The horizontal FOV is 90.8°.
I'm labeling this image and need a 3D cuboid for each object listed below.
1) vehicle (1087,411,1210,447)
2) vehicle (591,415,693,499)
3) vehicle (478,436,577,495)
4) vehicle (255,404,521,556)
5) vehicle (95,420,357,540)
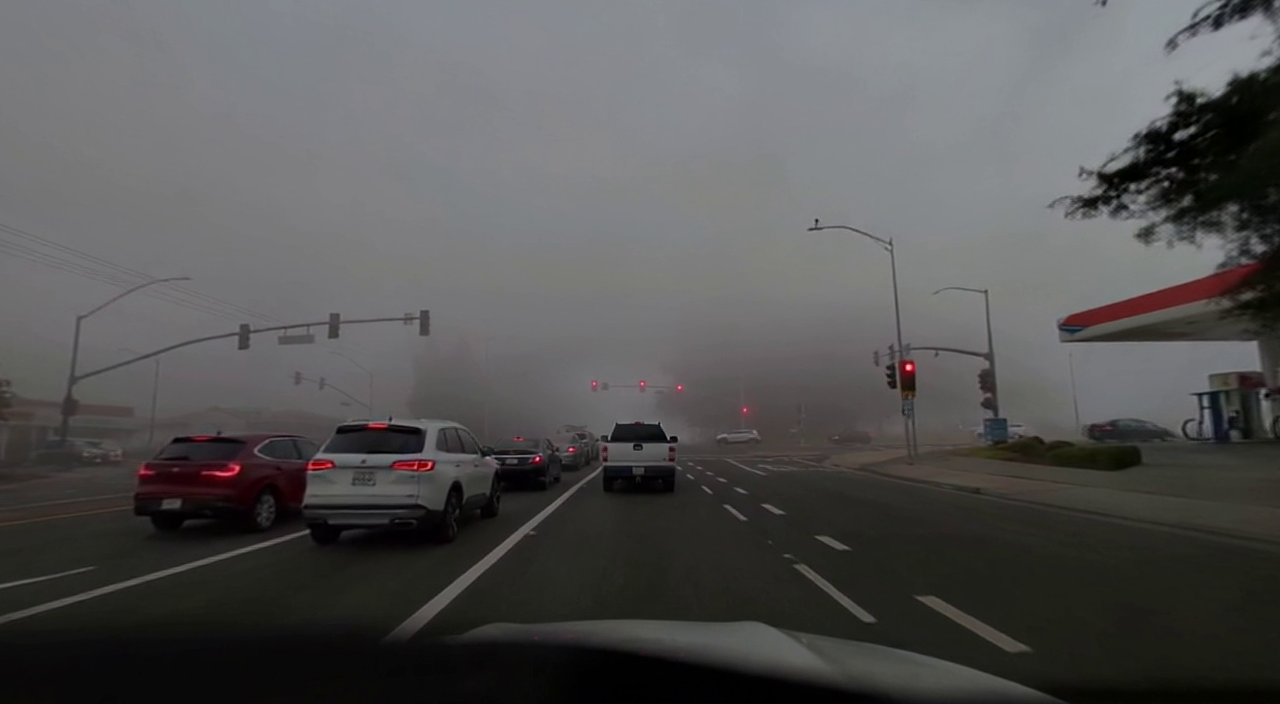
[{"bbox_3d":[32.010,4.875,39.901,5.782,1.950,2.225,-2,-7,-1],"label":"vehicle"},{"bbox_3d":[0.053,2.654,16.314,2.224,1.819,5.005,0,-8,0],"label":"vehicle"},{"bbox_3d":[-2.971,3.092,17.589,1.881,1.424,4.098,0,-8,2],"label":"vehicle"},{"bbox_3d":[-3.279,1.773,9.379,2.096,1.718,4.266,0,-8,1],"label":"vehicle"},{"bbox_3d":[-6.417,2.000,10.408,1.790,1.605,3.696,0,-9,0],"label":"vehicle"}]
